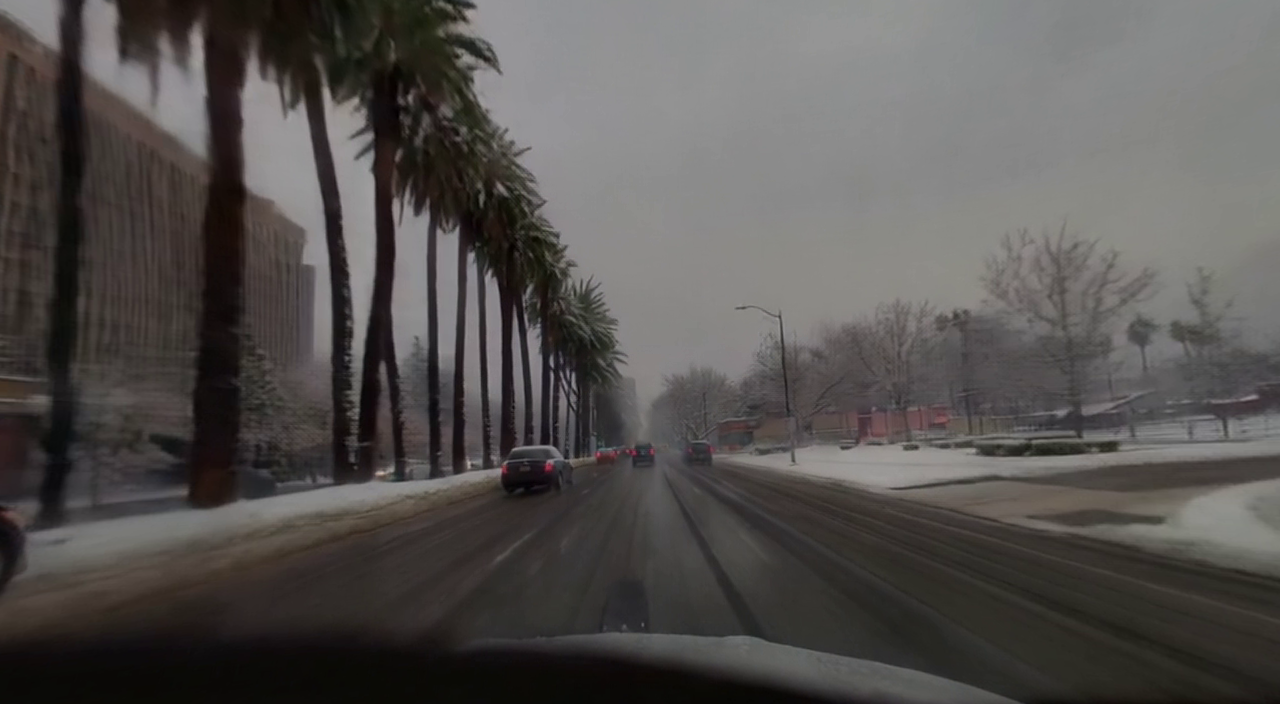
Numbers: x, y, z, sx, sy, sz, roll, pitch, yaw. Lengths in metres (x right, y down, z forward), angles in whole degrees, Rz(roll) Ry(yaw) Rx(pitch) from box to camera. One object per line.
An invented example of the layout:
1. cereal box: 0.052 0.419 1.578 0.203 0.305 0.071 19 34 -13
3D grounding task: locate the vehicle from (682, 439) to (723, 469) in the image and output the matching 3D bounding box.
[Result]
1. vehicle: 3.939 6.489 40.468 2.108 1.785 4.334 0 -8 -1

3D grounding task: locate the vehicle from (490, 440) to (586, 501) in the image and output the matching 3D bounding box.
1. vehicle: -2.761 3.315 18.091 1.908 1.505 4.369 -1 -8 2

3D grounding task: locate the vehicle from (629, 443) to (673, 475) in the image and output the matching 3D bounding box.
1. vehicle: 0.541 5.472 32.497 2.147 1.507 3.953 -1 -8 0

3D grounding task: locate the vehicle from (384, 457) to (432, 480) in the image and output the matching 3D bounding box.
1. vehicle: -17.154 8.623 46.895 1.870 1.511 4.358 -1 -8 1

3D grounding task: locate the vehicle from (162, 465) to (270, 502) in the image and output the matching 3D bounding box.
1. vehicle: -20.365 6.293 30.588 1.853 1.455 4.781 -1 -8 1

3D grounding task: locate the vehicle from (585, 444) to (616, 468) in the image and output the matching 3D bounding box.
1. vehicle: -2.933 7.827 47.764 2.168 1.719 4.283 0 -8 -1
